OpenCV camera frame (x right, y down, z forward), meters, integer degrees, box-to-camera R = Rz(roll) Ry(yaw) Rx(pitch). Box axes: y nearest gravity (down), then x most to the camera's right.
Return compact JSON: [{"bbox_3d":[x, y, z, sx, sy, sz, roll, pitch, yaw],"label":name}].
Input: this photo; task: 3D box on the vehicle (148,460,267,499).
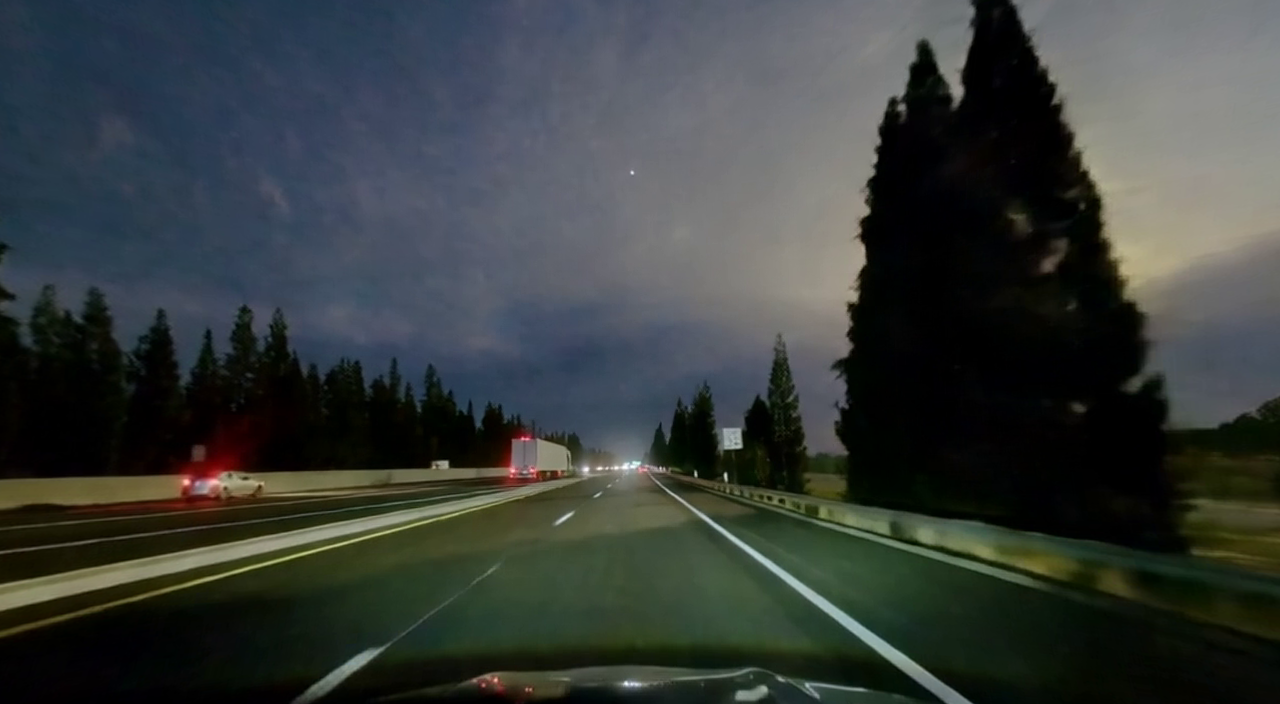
[{"bbox_3d":[-17.649,5.224,25.989,1.745,1.430,4.252,0,-10,2],"label":"vehicle"}]
